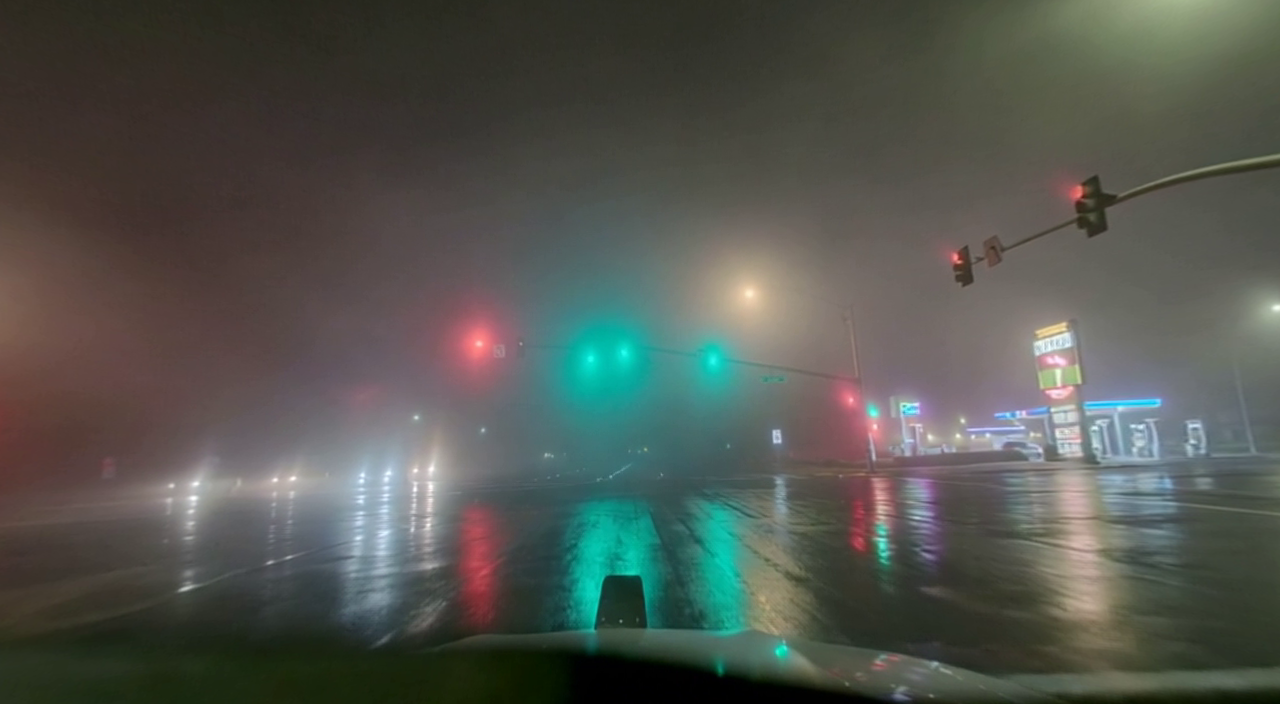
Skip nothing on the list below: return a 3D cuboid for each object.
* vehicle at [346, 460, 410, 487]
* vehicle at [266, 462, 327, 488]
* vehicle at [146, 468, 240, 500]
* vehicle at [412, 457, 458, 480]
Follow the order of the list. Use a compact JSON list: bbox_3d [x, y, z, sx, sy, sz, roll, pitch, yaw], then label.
[{"bbox_3d":[-15.328,7.119,37.273,1.920,1.434,4.328,0,-9,0],"label":"vehicle"},{"bbox_3d":[-24.843,8.909,45.876,2.098,1.684,4.388,0,-9,-2],"label":"vehicle"},{"bbox_3d":[-24.635,7.249,35.073,1.895,1.483,4.790,0,-9,-2],"label":"vehicle"},{"bbox_3d":[-15.430,8.753,47.708,2.053,1.598,4.336,0,-9,-1],"label":"vehicle"}]
